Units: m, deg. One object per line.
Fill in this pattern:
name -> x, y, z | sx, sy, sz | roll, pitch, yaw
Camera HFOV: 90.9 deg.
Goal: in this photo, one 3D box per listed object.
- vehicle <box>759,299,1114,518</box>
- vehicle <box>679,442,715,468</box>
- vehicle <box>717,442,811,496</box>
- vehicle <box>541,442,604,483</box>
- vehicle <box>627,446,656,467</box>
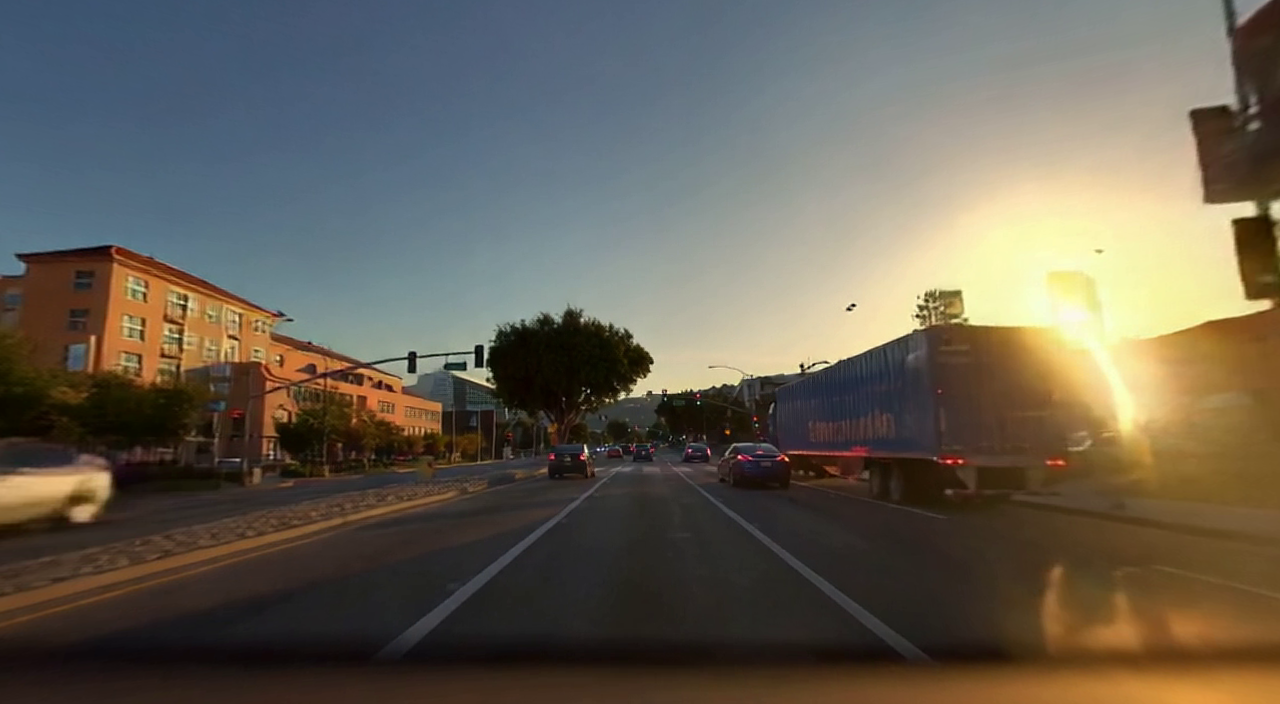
vehicle -> 7.352, 2.361, 20.980 | 3.383, 4.268, 17.469 | 0, -9, 0
vehicle -> 3.809, 6.923, 42.491 | 2.050, 1.683, 3.990 | 0, -9, 0
vehicle -> 3.661, 3.518, 19.350 | 1.972, 1.452, 4.189 | 0, -8, -1
vehicle -> -2.647, 4.497, 25.916 | 2.003, 1.509, 4.396 | 0, -8, 1
vehicle -> 0.094, 7.542, 45.605 | 2.020, 1.461, 4.326 | 0, -8, 0
